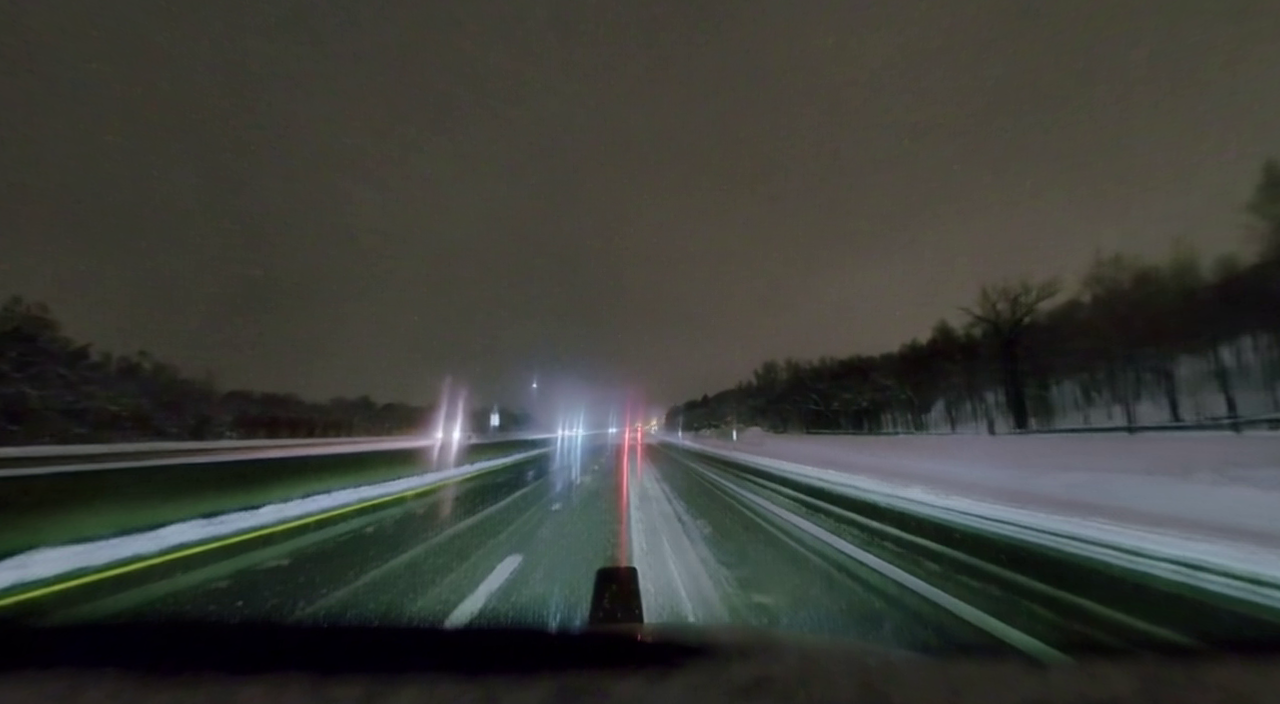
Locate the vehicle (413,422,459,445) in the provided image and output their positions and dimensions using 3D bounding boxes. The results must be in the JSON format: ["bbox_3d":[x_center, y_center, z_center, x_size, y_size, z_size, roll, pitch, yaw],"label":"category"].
[{"bbox_3d":[-15.797,6.367,48.921,1.969,1.645,4.421,1,-8,2],"label":"vehicle"}]
